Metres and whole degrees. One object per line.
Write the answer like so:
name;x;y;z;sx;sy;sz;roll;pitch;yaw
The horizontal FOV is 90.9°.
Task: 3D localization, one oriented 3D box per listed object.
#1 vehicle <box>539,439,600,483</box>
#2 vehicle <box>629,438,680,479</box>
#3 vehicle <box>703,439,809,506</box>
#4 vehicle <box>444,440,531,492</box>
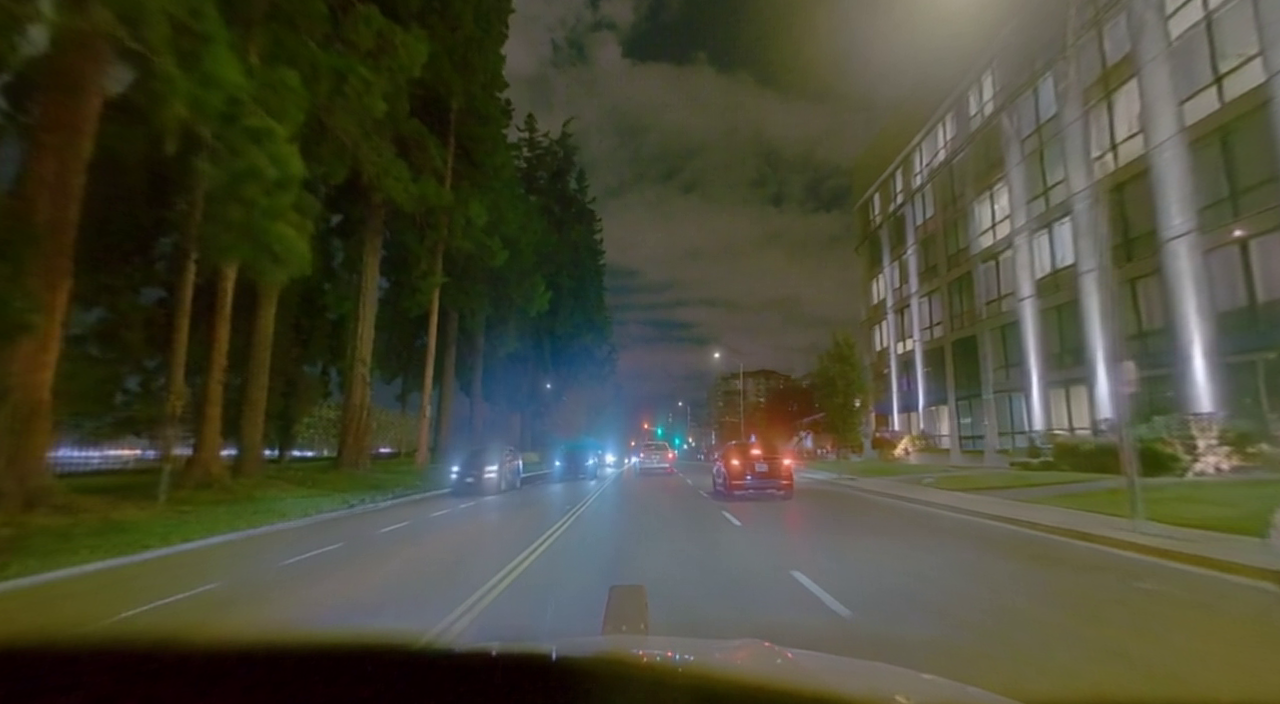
vehicle;-2.904;4.576;26.816;2.065;1.708;4.311;0;-9;1
vehicle;0.600;4.673;27.874;2.105;1.653;3.887;0;-9;0
vehicle;2.888;3.098;16.685;1.991;1.536;4.116;0;-9;-1
vehicle;-5.648;4.289;24.107;2.132;1.769;4.760;0;-9;0
